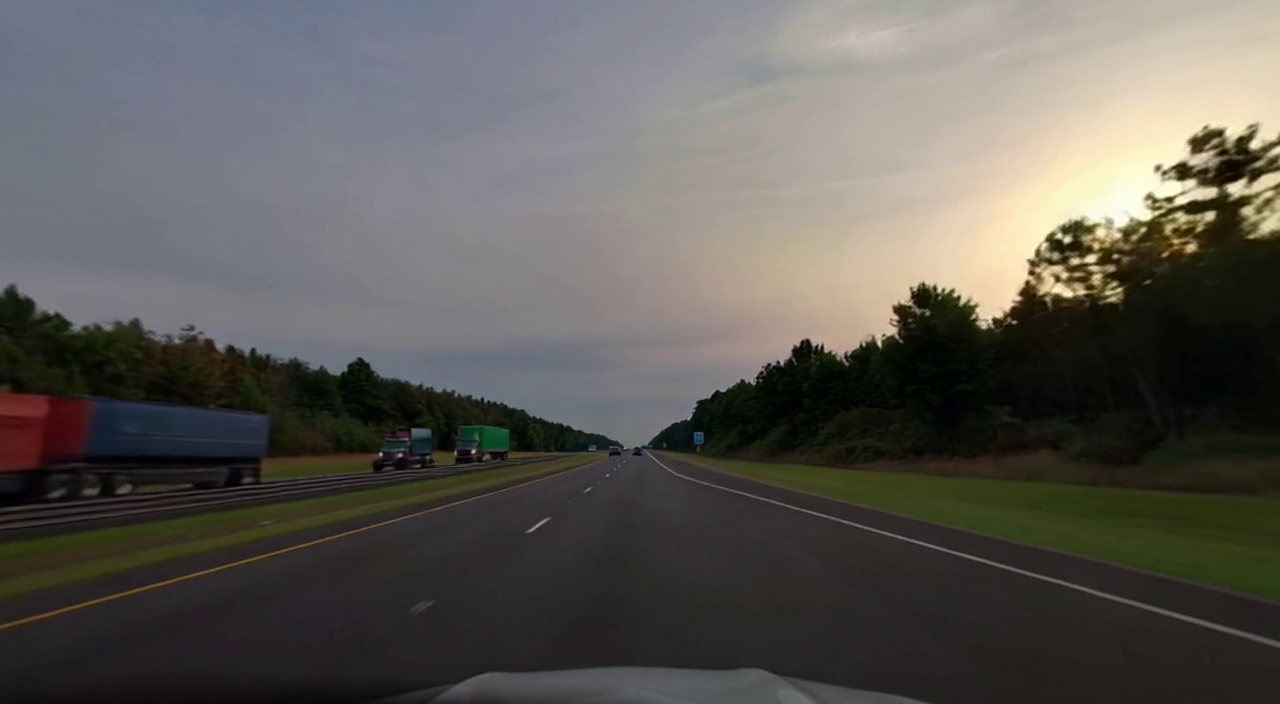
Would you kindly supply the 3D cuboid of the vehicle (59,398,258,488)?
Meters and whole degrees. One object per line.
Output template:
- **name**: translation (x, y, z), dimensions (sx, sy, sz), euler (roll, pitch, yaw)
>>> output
- **vehicle**: translation (-23.125, 4.531, 31.200), dimensions (2.822, 3.779, 8.710), euler (0, -9, 0)

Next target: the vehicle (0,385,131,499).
- **vehicle**: translation (-23.186, 3.098, 21.570), dimensions (3.015, 3.832, 9.988), euler (0, -9, 0)
